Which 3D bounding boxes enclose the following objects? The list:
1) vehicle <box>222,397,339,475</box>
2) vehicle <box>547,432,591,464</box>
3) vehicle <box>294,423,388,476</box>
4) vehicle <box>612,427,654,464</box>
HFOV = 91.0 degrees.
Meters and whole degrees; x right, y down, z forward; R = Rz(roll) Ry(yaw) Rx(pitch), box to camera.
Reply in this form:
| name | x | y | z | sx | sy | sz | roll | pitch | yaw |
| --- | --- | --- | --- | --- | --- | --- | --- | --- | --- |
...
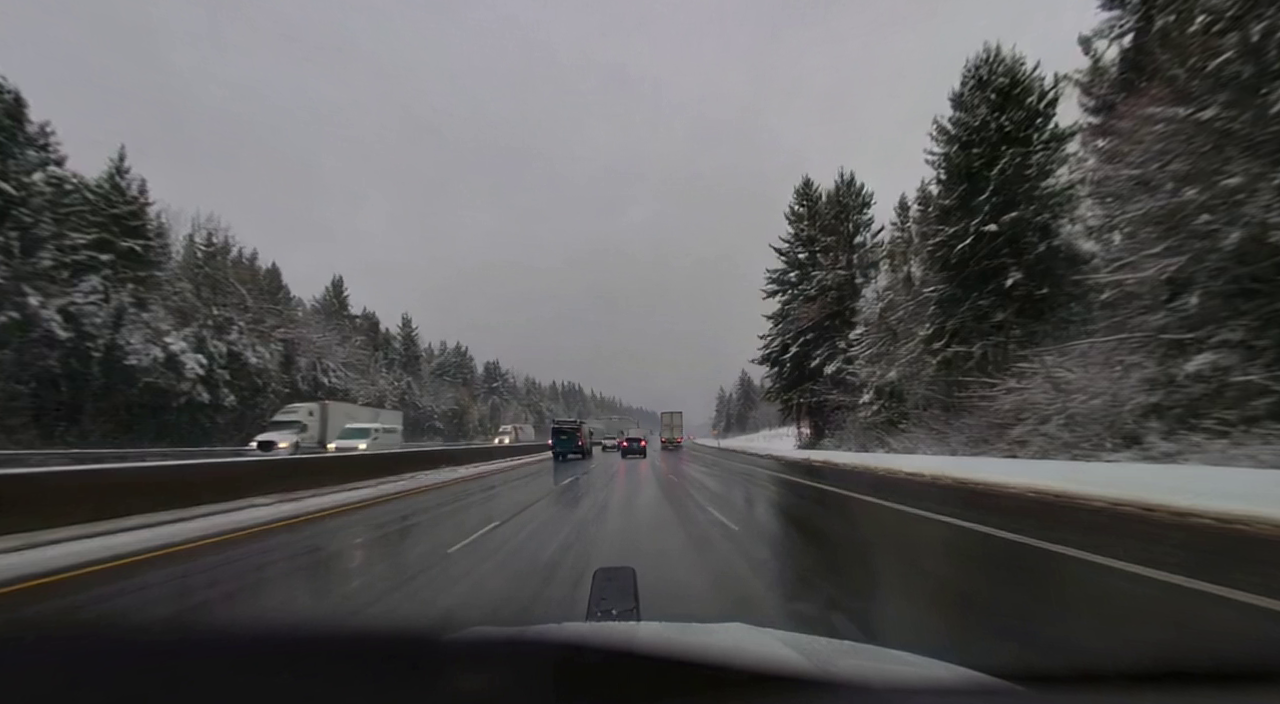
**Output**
| name | x | y | z | sx | sy | sz | roll | pitch | yaw |
| --- | --- | --- | --- | --- | --- | --- | --- | --- | --- |
| vehicle | -20.177 | 4.805 | 35.813 | 2.986 | 3.988 | 5.912 | -1 | -8 | 0 |
| vehicle | -4.145 | 5.669 | 37.258 | 2.047 | 1.757 | 4.183 | -1 | -8 | 1 |
| vehicle | -16.191 | 5.334 | 34.581 | 2.274 | 2.595 | 5.800 | -1 | -8 | 0 |
| vehicle | -0.416 | 5.281 | 35.523 | 2.211 | 1.933 | 4.315 | 0 | -8 | -1 |
